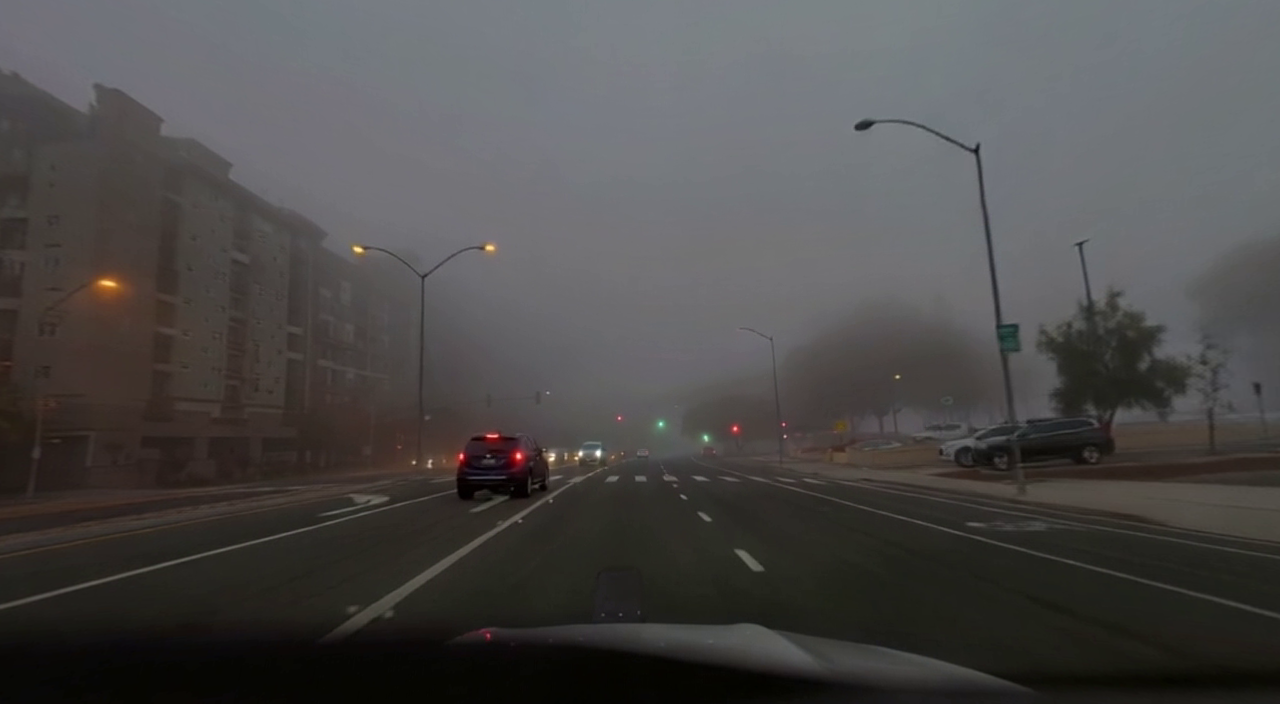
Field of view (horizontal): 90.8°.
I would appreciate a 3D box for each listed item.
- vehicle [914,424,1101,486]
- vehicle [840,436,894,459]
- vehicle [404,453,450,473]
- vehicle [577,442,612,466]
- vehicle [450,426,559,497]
[{"bbox_3d":[11.038,3.166,19.409,4.399,1.722,2.202,-3,-9,14],"label":"vehicle"},{"bbox_3d":[14.842,6.266,41.533,1.865,1.425,4.439,0,-9,0],"label":"vehicle"},{"bbox_3d":[-15.845,8.275,47.259,1.835,1.448,4.208,-1,-9,2],"label":"vehicle"},{"bbox_3d":[-3.392,7.713,47.782,2.180,1.699,4.485,-1,-9,1],"label":"vehicle"},{"bbox_3d":[-3.954,3.313,19.443,2.220,1.888,4.904,0,-9,0],"label":"vehicle"}]
